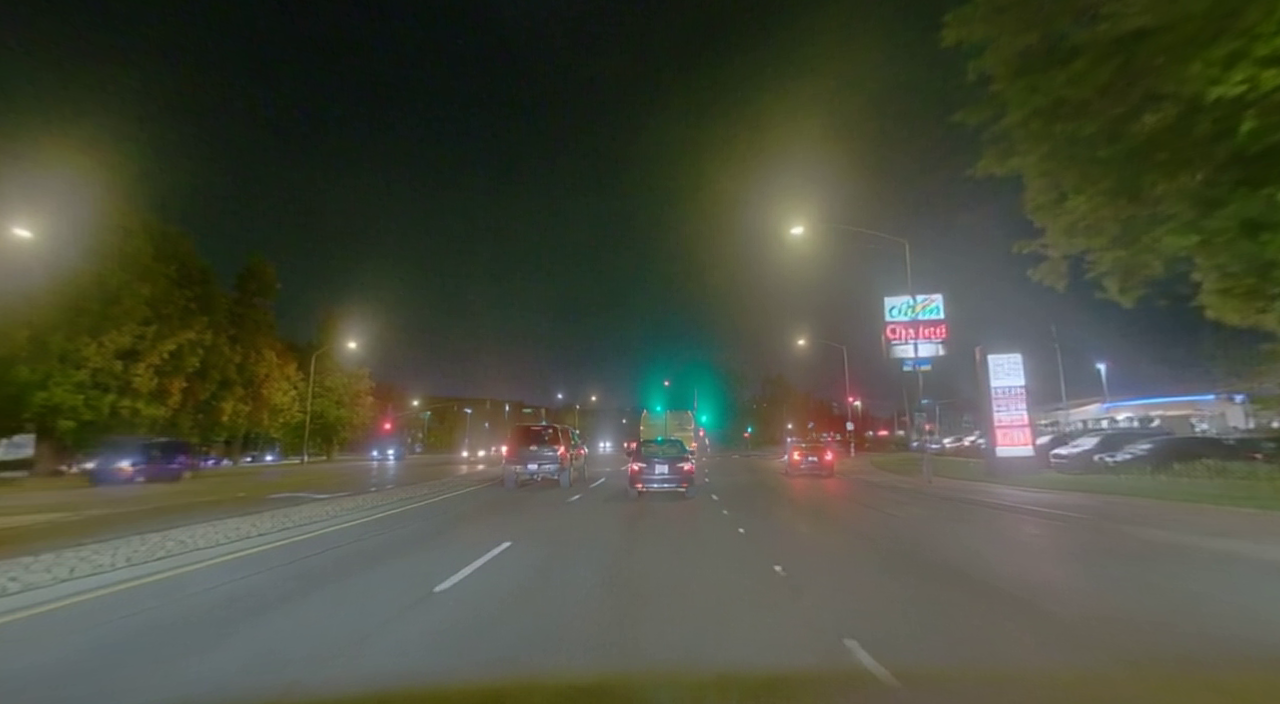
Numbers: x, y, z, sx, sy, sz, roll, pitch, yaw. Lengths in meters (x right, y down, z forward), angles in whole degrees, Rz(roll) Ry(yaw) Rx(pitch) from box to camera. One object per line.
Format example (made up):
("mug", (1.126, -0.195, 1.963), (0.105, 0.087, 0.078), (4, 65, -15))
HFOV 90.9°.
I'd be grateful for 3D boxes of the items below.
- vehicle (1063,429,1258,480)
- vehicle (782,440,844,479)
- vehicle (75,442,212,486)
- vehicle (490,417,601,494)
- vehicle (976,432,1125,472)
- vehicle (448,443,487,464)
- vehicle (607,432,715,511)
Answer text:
("vehicle", (16.152, 3.198, 19.742), (4.323, 1.496, 1.937), (0, -9, 0))
("vehicle", (7.160, 4.472, 26.470), (1.900, 1.507, 4.151), (-1, -9, 7))
("vehicle", (-19.159, 4.319, 24.629), (1.933, 1.534, 4.270), (0, -9, -2))
("vehicle", (-2.588, 3.034, 18.744), (2.289, 1.935, 5.227), (0, -8, 2))
("vehicle", (15.640, 3.822, 24.173), (4.436, 1.466, 1.875), (0, -9, -2))
("vehicle", (-13.276, 7.810, 48.636), (2.011, 1.456, 4.143), (0, -9, -3))
("vehicle", (0.384, 2.600, 14.161), (2.061, 1.494, 4.079), (0, -8, -1))
